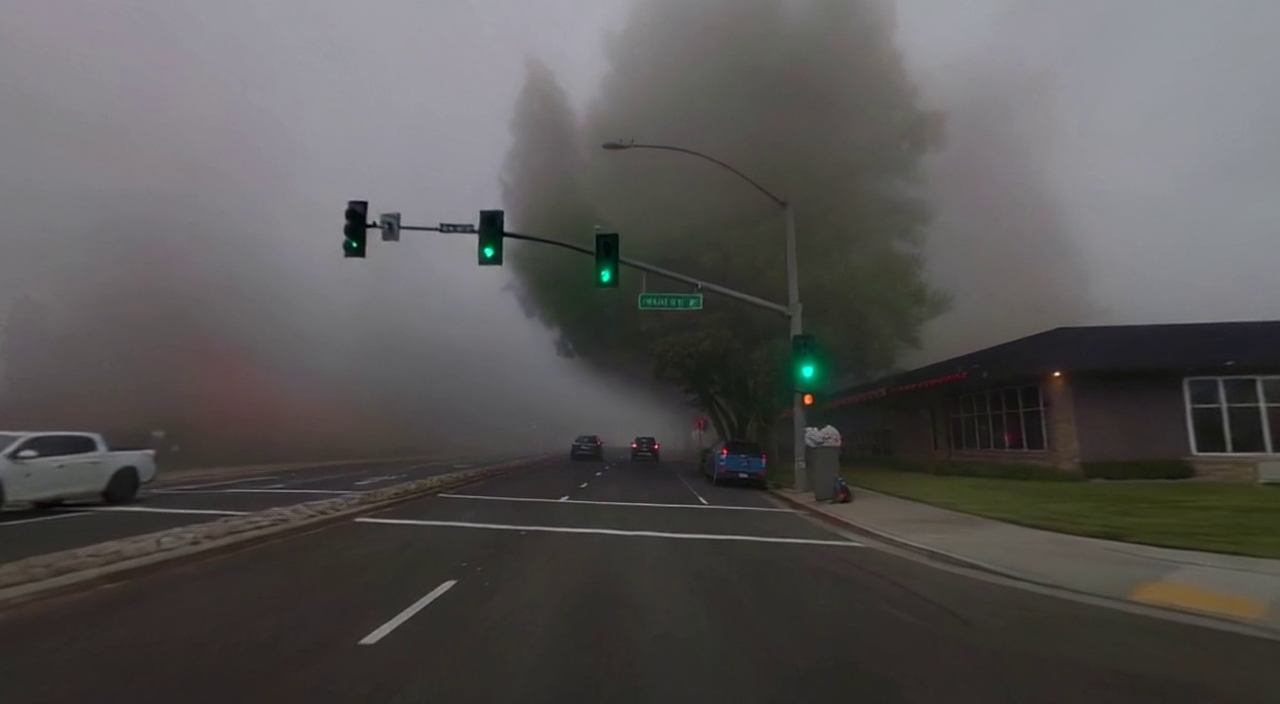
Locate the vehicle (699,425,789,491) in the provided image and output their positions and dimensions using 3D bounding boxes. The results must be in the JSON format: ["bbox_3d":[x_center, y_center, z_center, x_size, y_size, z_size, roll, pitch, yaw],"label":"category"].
[{"bbox_3d":[3.164,3.362,20.365,2.175,1.850,5.118,0,-8,2],"label":"vehicle"}]

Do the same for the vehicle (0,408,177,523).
[{"bbox_3d":[-11.998,2.151,12.225,2.260,1.921,4.902,0,-8,1],"label":"vehicle"}]

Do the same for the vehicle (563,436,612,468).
[{"bbox_3d":[-2.564,5.011,31.901,1.921,1.477,4.083,-1,-8,3],"label":"vehicle"}]

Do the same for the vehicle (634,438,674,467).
[{"bbox_3d":[0.791,5.520,34.961,2.085,1.475,3.976,0,-8,2],"label":"vehicle"}]
